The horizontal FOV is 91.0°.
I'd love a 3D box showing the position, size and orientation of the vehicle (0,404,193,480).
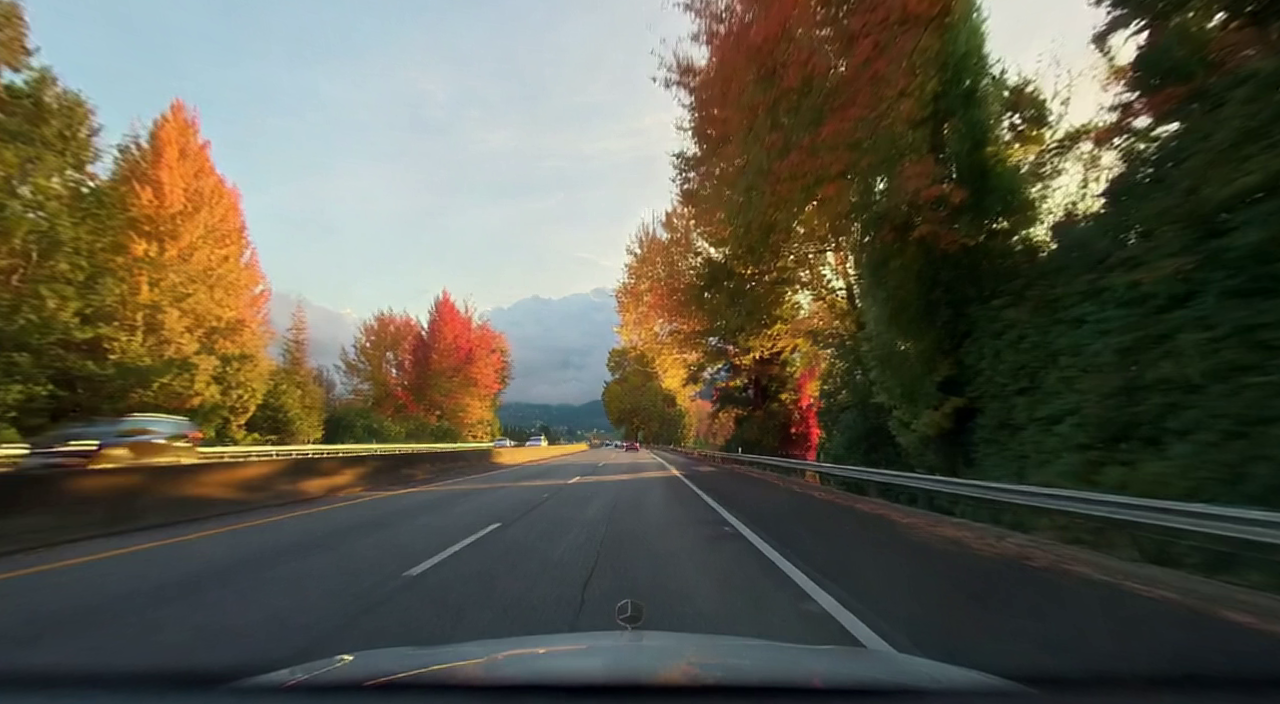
[{"bbox_3d":[-15.640,2.573,18.008,2.086,1.872,4.771,0,-8,1],"label":"vehicle"}]
